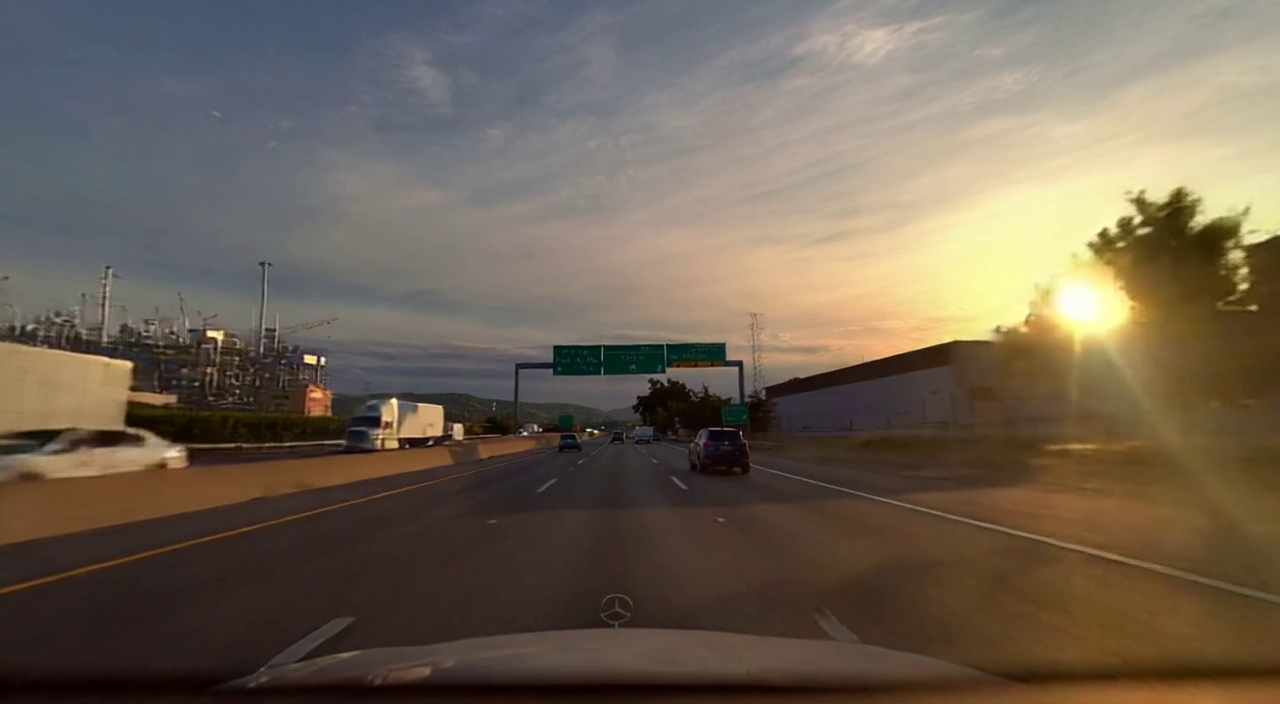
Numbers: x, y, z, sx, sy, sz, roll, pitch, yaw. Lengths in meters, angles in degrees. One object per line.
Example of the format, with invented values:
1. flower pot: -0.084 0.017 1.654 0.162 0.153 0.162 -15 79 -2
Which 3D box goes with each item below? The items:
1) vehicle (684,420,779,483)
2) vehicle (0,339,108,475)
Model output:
1. vehicle: 2.549 2.909 18.706 2.022 1.637 4.229 1 -8 -3
2. vehicle: -20.593 1.177 15.396 2.900 4.050 14.511 0 -8 -2
